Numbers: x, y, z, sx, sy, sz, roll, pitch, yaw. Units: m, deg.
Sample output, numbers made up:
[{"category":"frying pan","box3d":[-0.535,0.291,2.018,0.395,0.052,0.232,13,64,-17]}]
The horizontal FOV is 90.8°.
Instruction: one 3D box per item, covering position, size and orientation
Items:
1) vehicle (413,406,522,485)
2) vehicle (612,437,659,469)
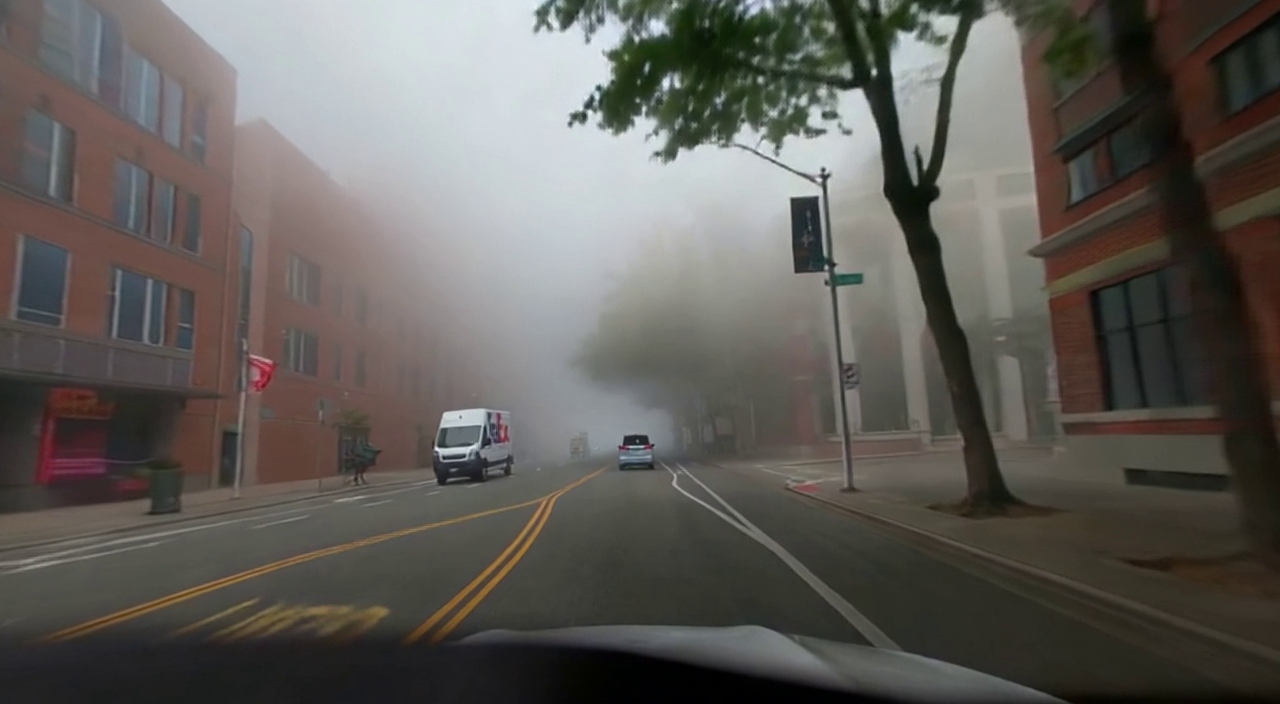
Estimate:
[{"category":"vehicle","box3d":[-7.429,4.166,28.379,2.754,3.065,7.103,0,-8,1]},{"category":"vehicle","box3d":[-0.197,5.403,33.950,2.356,1.572,4.810,0,-8,1]}]
